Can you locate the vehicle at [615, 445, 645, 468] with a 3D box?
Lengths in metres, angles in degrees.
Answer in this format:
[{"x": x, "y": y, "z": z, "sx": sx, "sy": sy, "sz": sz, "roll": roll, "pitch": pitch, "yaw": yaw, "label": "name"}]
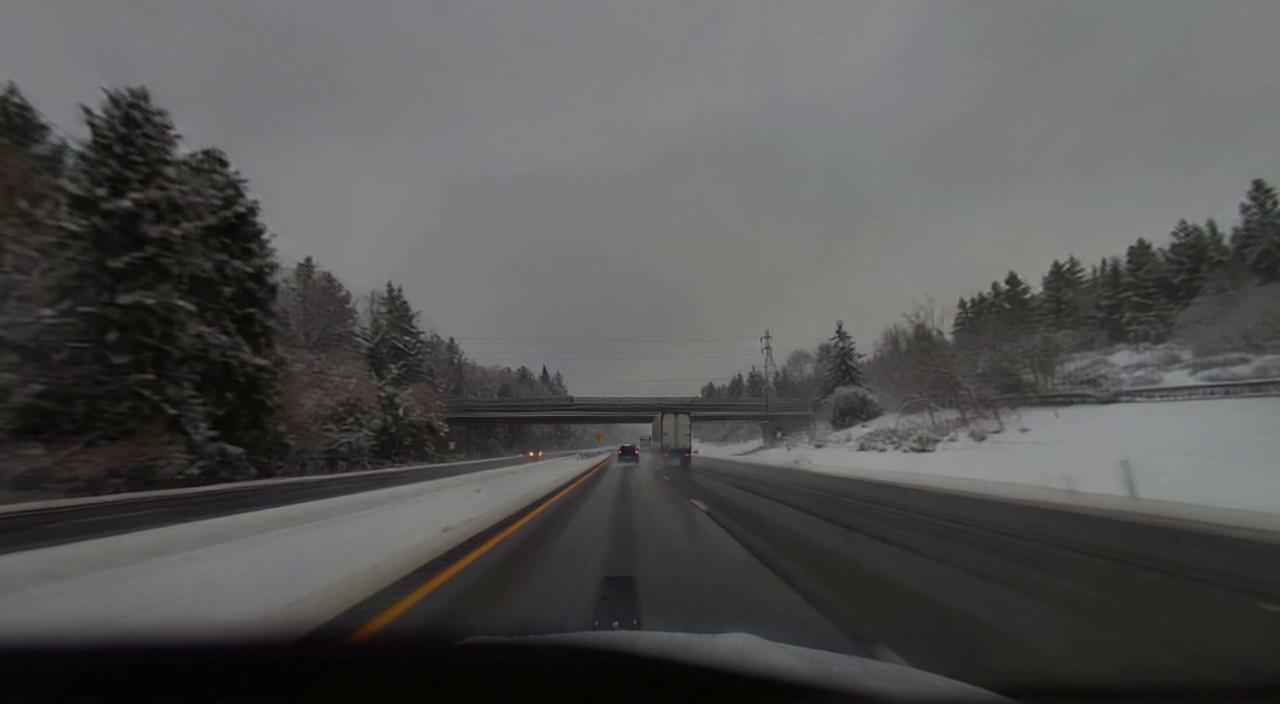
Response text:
[{"x": -0.726, "y": 7.246, "z": 43.503, "sx": 1.961, "sy": 1.454, "sz": 3.755, "roll": 0, "pitch": -9, "yaw": -2, "label": "vehicle"}]
